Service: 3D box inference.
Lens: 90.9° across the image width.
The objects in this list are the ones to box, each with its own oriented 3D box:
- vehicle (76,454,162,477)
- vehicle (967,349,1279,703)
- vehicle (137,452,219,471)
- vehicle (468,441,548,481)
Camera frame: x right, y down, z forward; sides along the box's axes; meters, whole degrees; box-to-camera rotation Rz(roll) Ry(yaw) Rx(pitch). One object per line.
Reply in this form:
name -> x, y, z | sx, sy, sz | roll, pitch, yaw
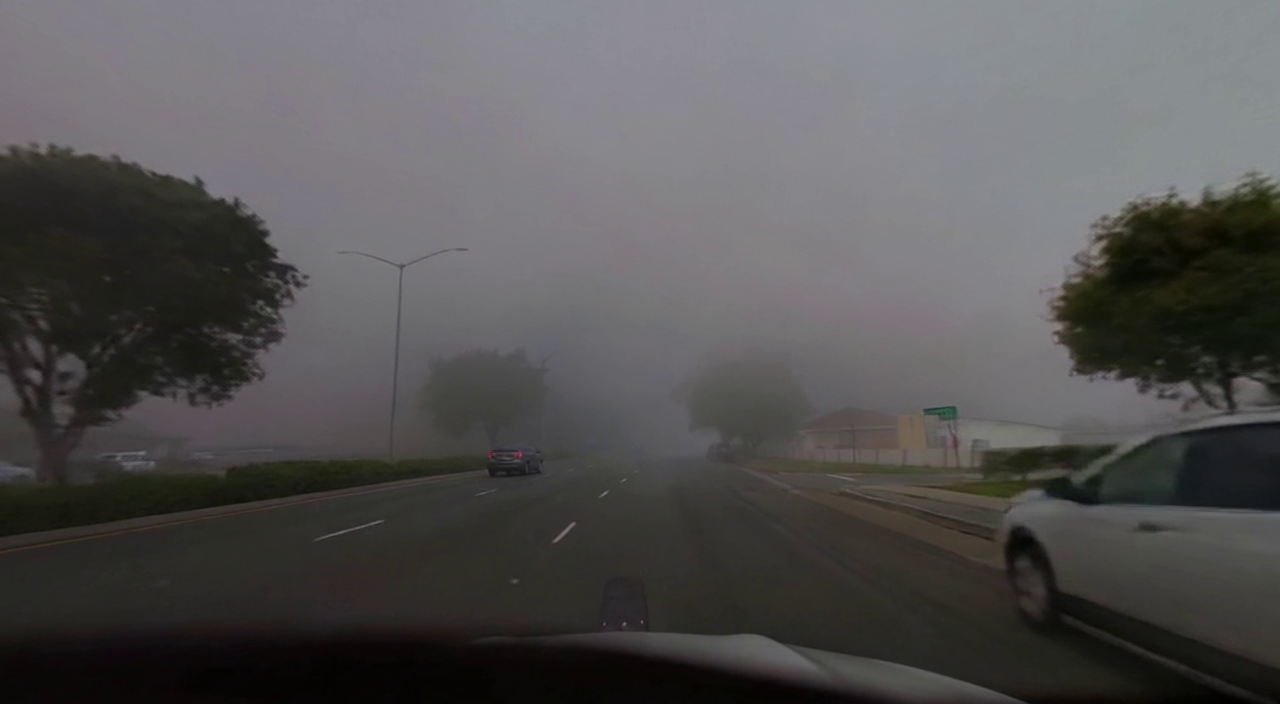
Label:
vehicle -> -34.553, 7.503, 41.885 | 3.856, 1.439, 1.884 | 2, -9, -13
vehicle -> 3.659, 0.864, 2.704 | 2.064, 1.697, 4.718 | 0, -8, 1
vehicle -> -35.731, 8.491, 48.817 | 4.690, 1.435, 1.908 | 2, -10, -8
vehicle -> -5.186, 4.343, 25.445 | 2.060, 1.473, 4.645 | 0, -8, 2
